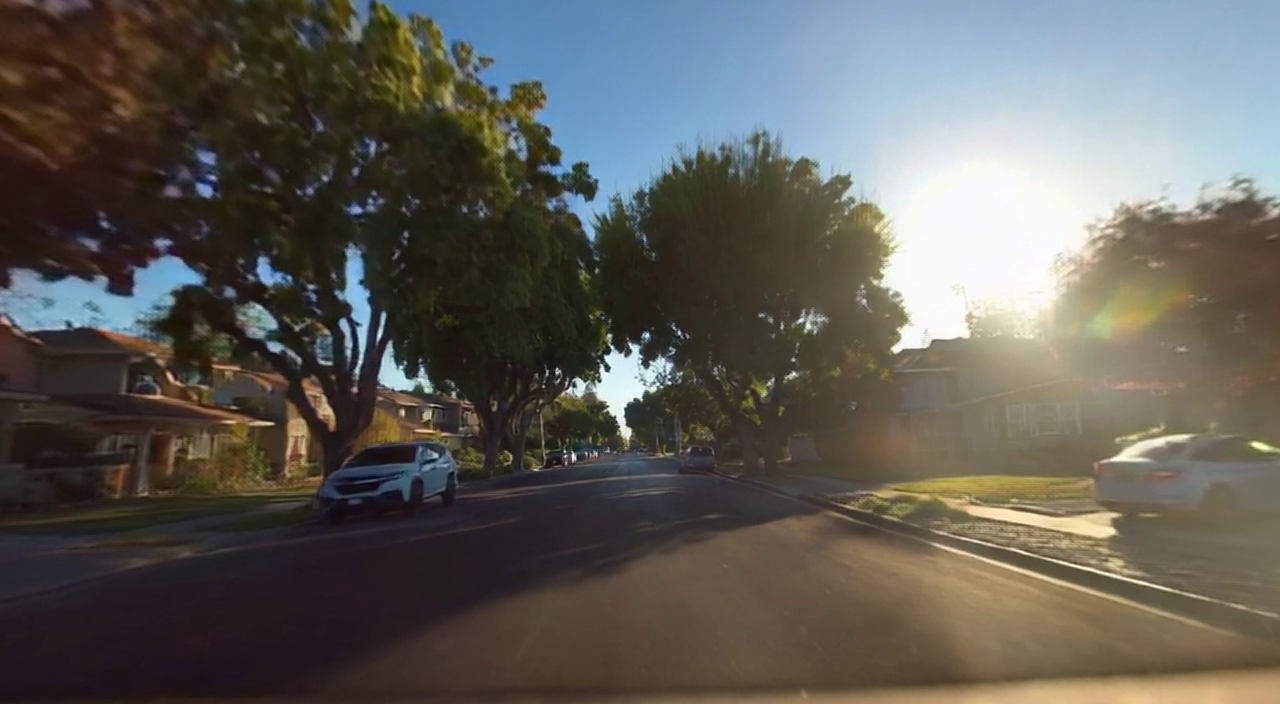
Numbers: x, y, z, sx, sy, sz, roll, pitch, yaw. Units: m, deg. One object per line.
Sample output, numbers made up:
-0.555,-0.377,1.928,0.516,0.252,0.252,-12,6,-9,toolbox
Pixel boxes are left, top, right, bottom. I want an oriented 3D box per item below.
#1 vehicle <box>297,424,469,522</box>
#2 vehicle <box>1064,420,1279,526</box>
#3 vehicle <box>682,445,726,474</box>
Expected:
-5.918,2.838,15.451,2.341,1.942,5.044,0,-9,-3,vehicle
10.030,1.969,10.533,4.497,1.564,1.948,0,-9,-2,vehicle
3.609,6.202,36.659,1.996,1.585,4.371,0,-9,-1,vehicle
